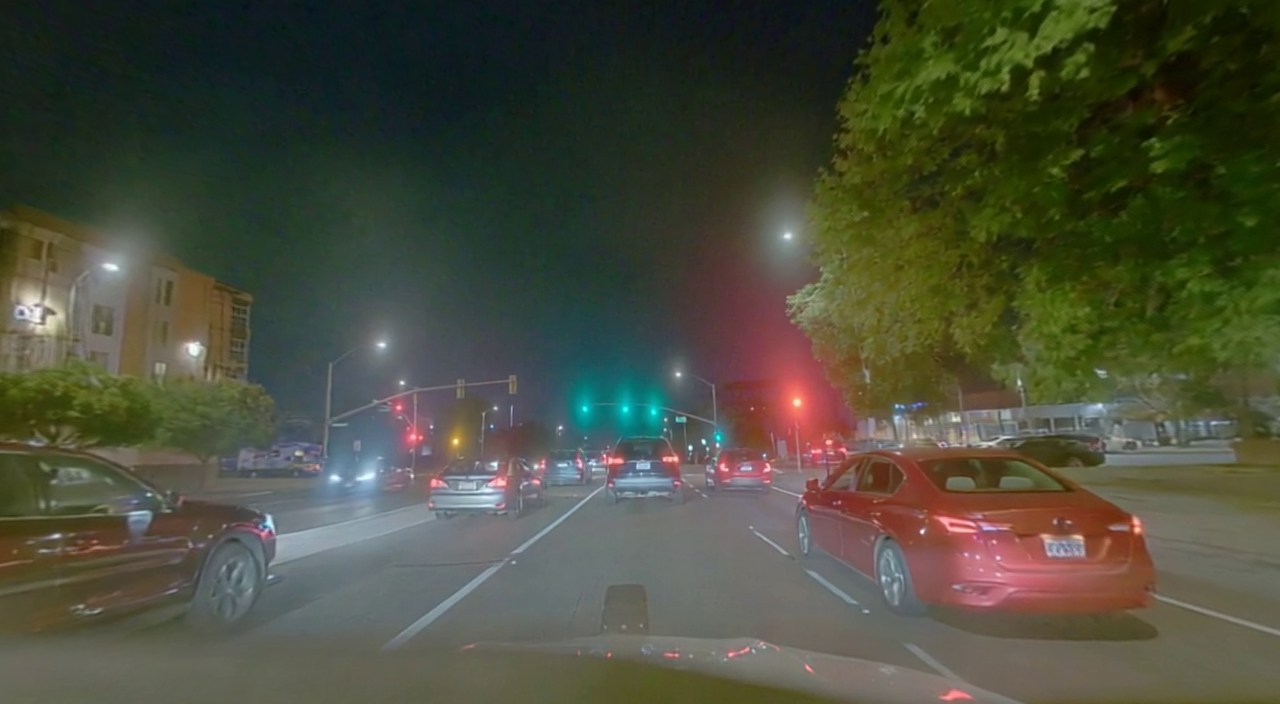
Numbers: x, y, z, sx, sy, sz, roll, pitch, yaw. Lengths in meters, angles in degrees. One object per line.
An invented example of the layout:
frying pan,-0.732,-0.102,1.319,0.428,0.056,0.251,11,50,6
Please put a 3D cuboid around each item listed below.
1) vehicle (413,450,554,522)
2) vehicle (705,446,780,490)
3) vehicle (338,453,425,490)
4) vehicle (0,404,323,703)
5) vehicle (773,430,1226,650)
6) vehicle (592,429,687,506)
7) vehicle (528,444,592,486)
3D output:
vehicle,-3.333,2.931,14.323,2.115,1.369,3.908,0,-8,1
vehicle,3.671,4.245,23.446,2.058,1.472,4.317,0,-8,0
vehicle,-12.053,5.563,29.798,2.069,1.539,4.595,0,-8,1
vehicle,-3.979,1.109,3.503,2.173,1.536,4.285,0,-8,0
vehicle,2.927,1.619,6.606,2.052,1.475,4.540,0,-8,0
vehicle,0.012,3.224,18.056,2.361,1.898,4.465,0,-8,1
vehicle,-3.312,4.784,26.953,2.130,1.645,3.995,0,-8,1
